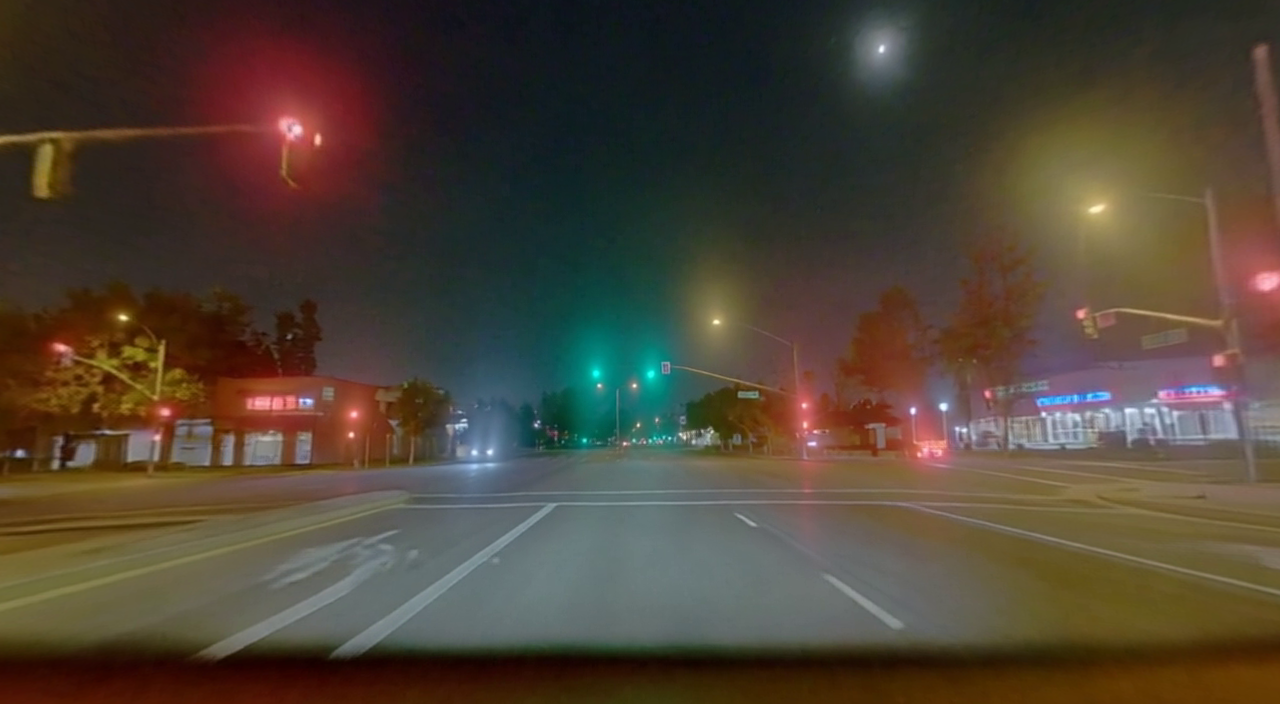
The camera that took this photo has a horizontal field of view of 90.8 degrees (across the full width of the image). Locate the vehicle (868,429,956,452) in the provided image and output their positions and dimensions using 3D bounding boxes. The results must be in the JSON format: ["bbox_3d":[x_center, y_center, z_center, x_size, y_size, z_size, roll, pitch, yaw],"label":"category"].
[{"bbox_3d":[21.029,6.912,49.051,5.587,1.689,2.605,0,-8,-3],"label":"vehicle"}]
